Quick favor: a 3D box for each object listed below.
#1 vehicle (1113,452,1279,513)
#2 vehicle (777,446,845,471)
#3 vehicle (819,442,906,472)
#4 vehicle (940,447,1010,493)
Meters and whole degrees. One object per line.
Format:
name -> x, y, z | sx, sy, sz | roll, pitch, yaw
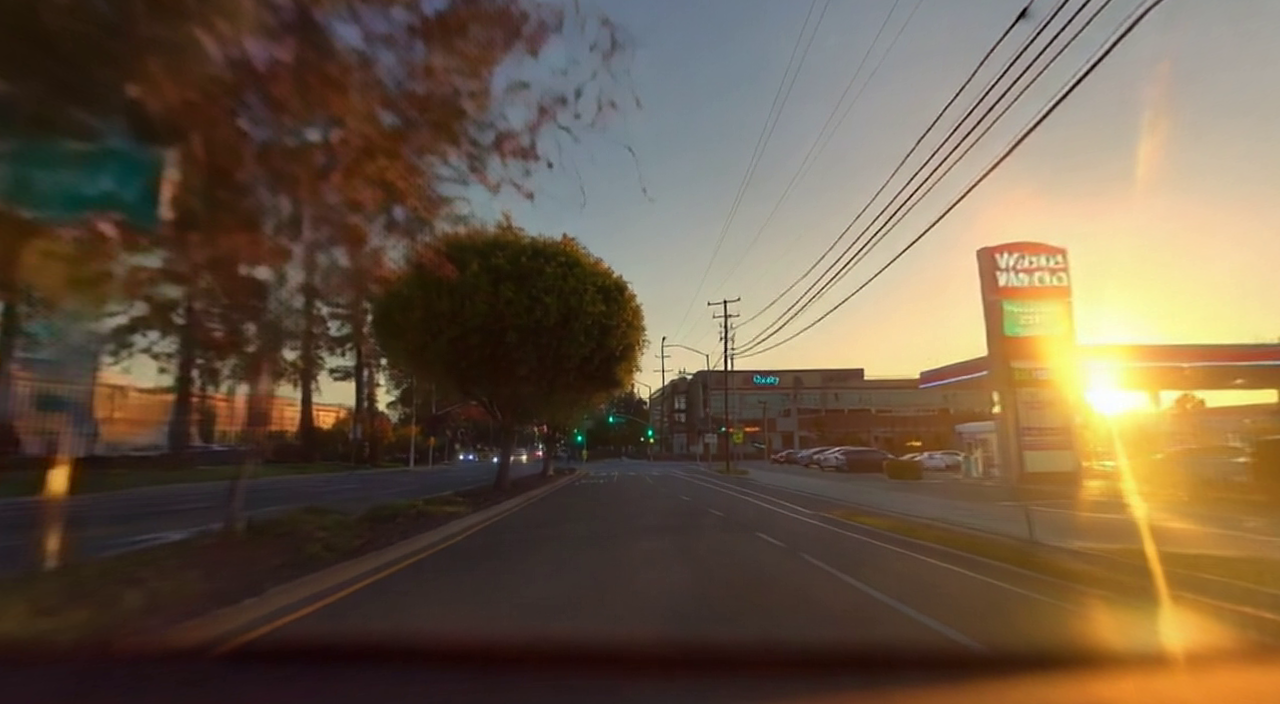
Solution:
vehicle -> 17.942, 4.125, 20.413 | 2.041, 1.674, 4.301 | 2, -9, 2
vehicle -> 12.858, 7.998, 47.760 | 4.444, 1.815, 2.239 | 0, -8, 0
vehicle -> 14.686, 6.993, 41.904 | 4.996, 1.720, 2.027 | 1, -11, 2
vehicle -> 15.281, 5.277, 28.694 | 2.086, 1.845, 4.694 | -6, -11, 35
